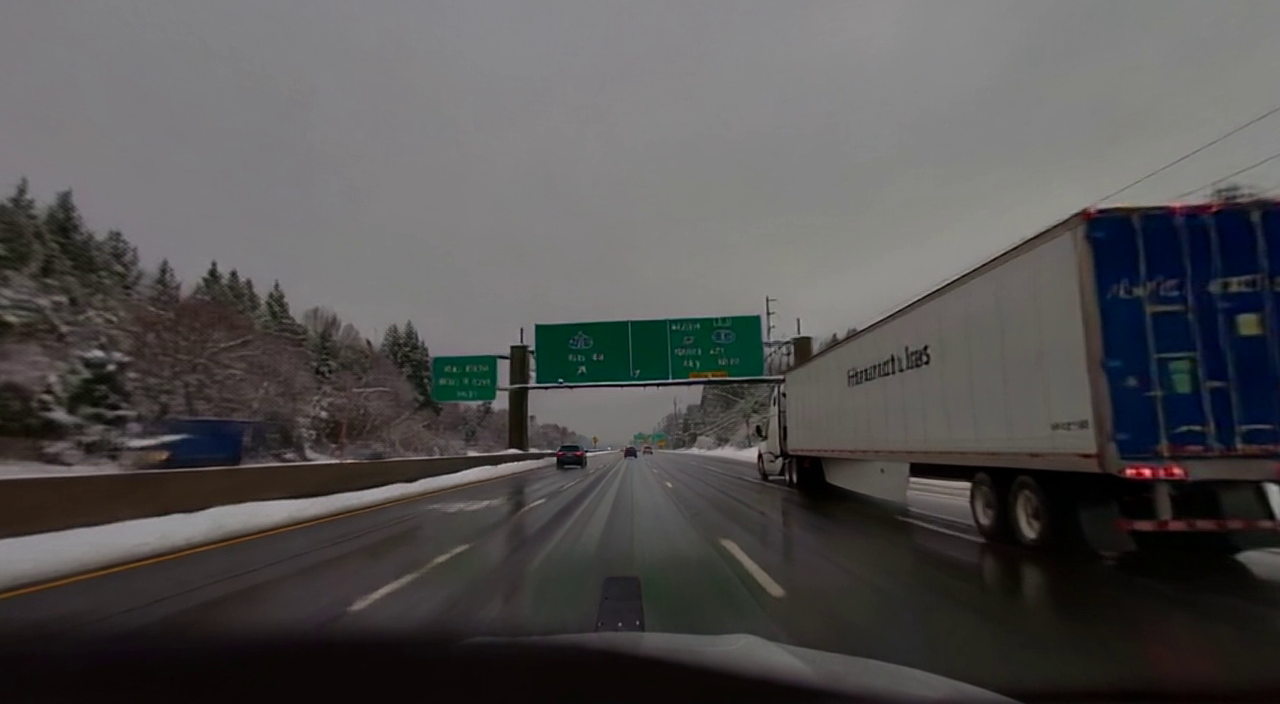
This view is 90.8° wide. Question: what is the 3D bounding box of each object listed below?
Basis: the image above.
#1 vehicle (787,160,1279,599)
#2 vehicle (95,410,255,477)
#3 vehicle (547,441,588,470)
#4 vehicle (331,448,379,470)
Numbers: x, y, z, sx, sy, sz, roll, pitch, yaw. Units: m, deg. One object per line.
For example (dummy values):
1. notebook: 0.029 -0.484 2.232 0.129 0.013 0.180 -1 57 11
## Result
1. vehicle: 6.694 1.347 13.845 2.919 4.195 15.833 0 -9 -1
2. vehicle: -17.897 3.593 24.796 2.202 2.326 5.237 0 -9 0
3. vehicle: -4.395 6.328 38.863 2.027 1.651 4.099 0 -9 0
4. vehicle: -17.984 6.752 39.950 1.475 1.339 3.280 0 -9 0
